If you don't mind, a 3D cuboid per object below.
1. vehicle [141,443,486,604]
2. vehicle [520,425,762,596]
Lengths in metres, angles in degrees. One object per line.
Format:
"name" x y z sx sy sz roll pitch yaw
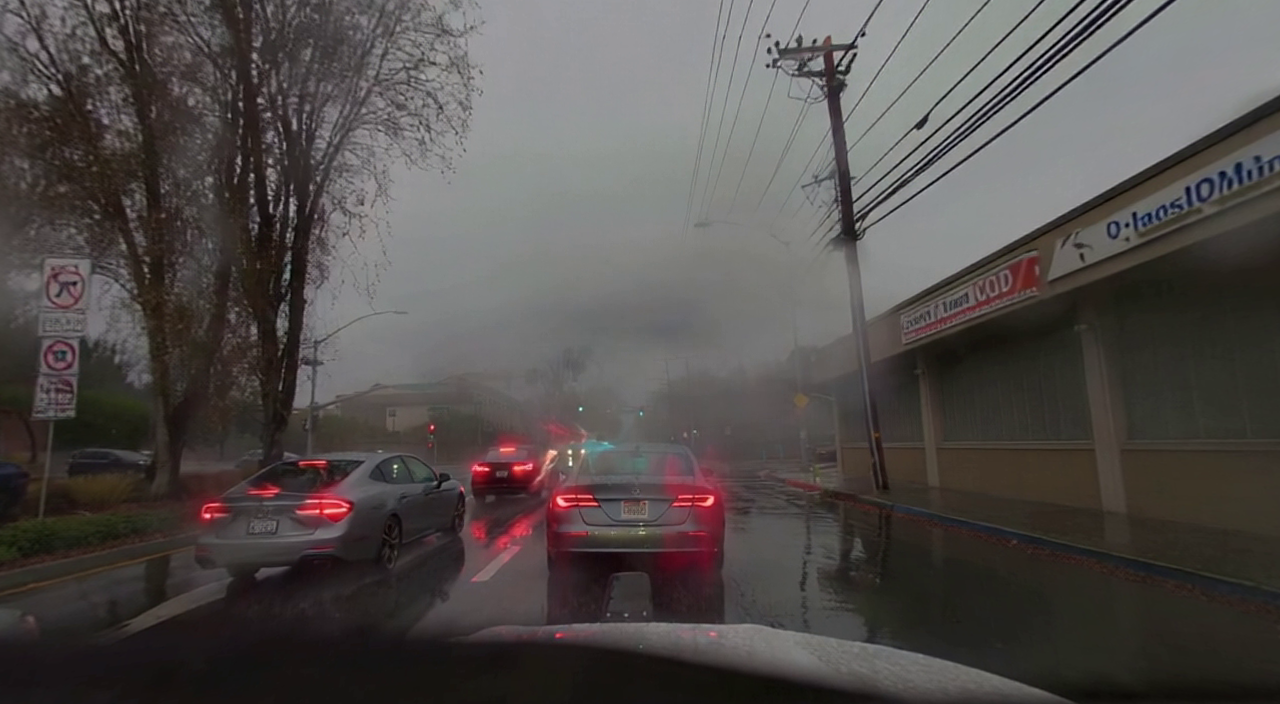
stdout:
"vehicle" -3.237 1.742 7.329 1.765 1.319 4.013 0 -9 2
"vehicle" -0.006 1.681 7.533 2.101 1.469 3.955 0 -9 0
